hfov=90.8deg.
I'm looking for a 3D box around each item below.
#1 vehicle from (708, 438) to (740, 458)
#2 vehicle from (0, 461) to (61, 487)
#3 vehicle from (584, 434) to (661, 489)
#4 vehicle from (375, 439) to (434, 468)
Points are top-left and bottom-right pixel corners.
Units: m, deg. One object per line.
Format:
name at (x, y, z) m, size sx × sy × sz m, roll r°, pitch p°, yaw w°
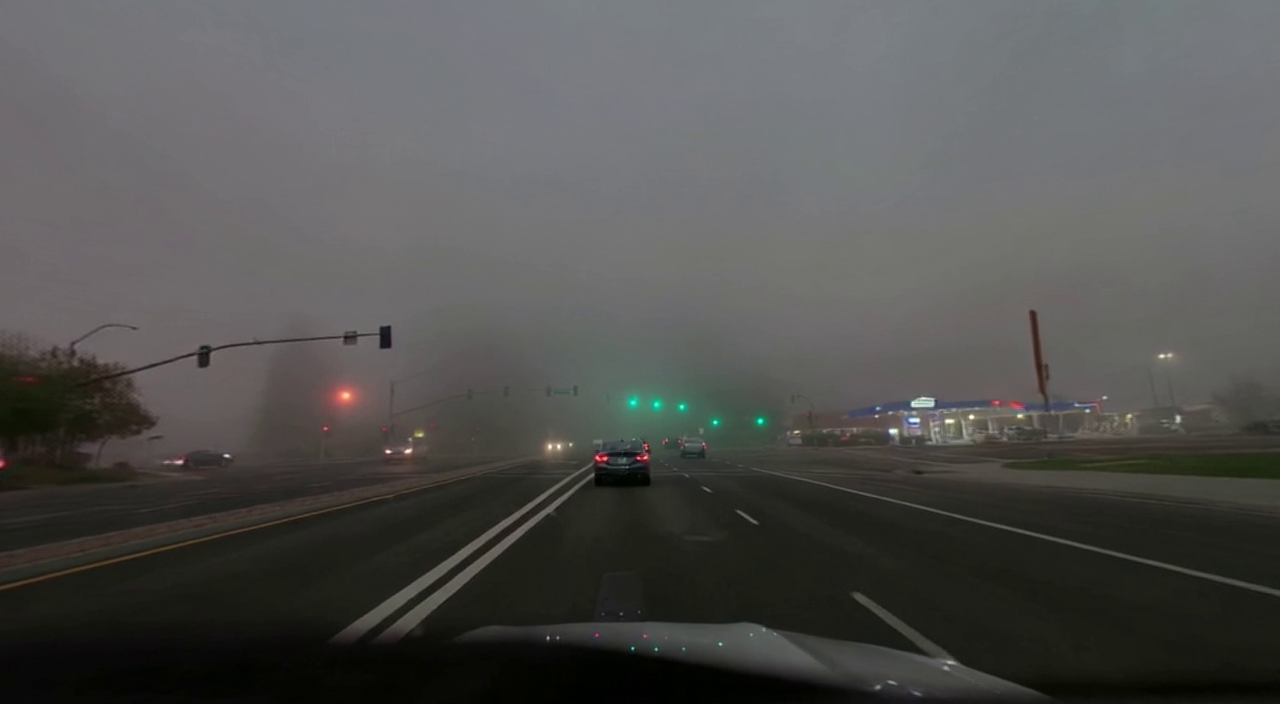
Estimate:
vehicle at (6.563, 7.596, 49.804) m, size 1.890 × 1.489 × 4.396 m, roll 0°, pitch -8°, yaw -1°
vehicle at (-36.139, 7.014, 36.403) m, size 3.670 × 1.430 × 1.897 m, roll -1°, pitch -9°, yaw 4°
vehicle at (-0.463, 3.200, 18.715) m, size 2.040 × 1.451 × 3.736 m, roll 0°, pitch -8°, yaw 0°
vehicle at (-17.398, 7.499, 46.988) m, size 2.224 × 2.000 × 5.743 m, roll 0°, pitch -8°, yaw 0°
